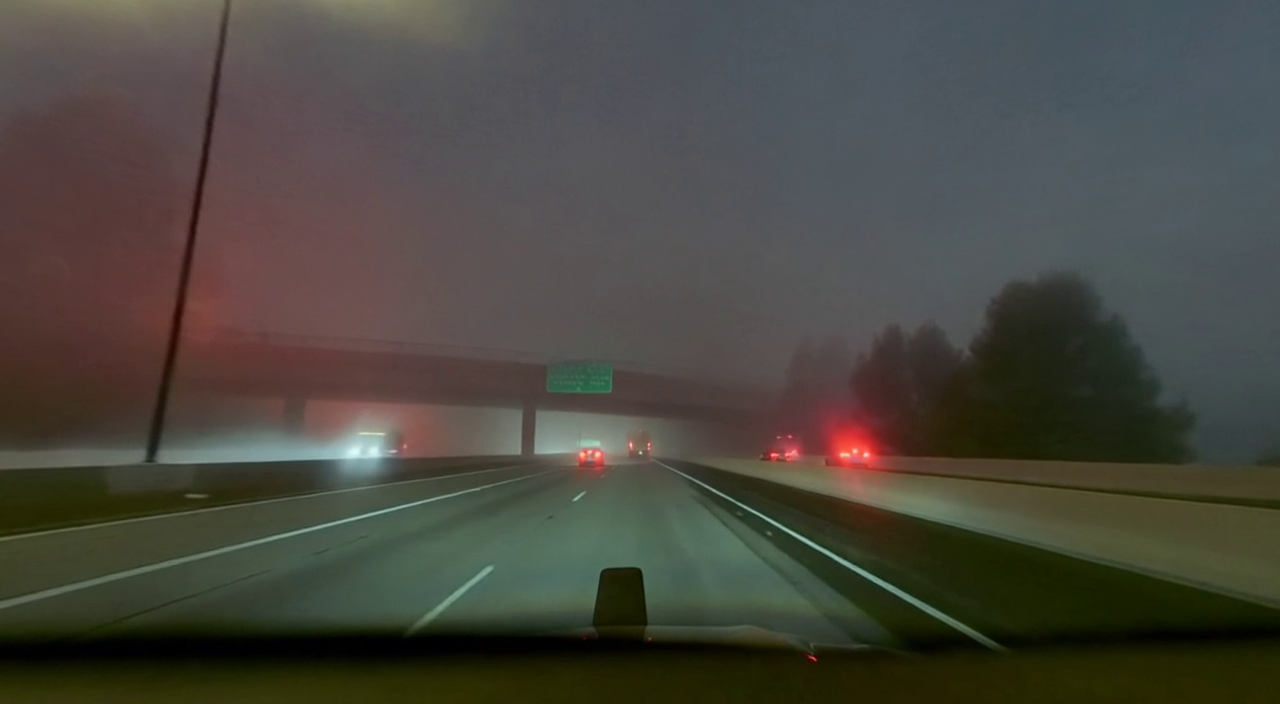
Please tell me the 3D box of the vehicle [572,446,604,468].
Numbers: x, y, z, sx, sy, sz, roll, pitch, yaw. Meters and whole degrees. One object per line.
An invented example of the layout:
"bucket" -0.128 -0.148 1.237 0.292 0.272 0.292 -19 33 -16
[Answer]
"vehicle" -3.863 7.901 47.711 2.070 1.564 4.145 0 -9 0
